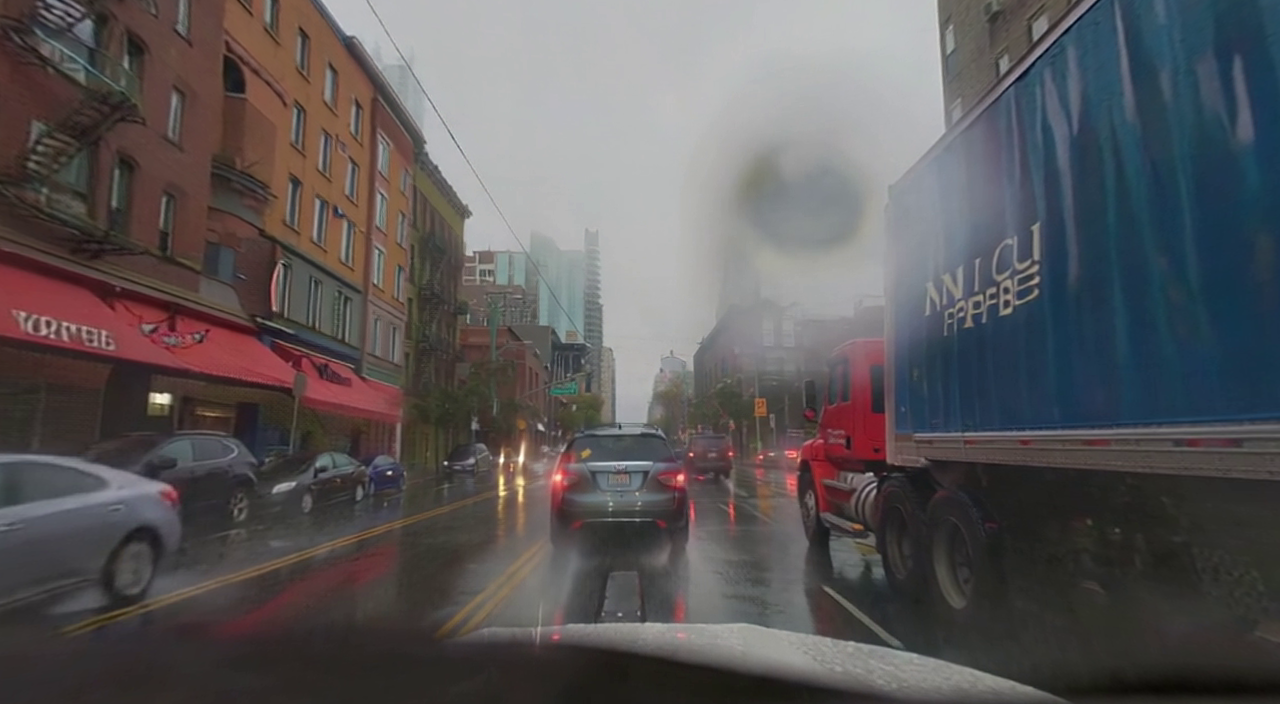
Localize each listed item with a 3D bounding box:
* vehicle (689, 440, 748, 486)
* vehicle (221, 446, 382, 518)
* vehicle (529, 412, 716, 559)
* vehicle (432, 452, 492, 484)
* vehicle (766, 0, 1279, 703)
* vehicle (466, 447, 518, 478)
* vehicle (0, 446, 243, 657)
[{"bbox_3d":[3.156,4.537,26.164,2.159,1.696,4.316,-1,-8,4],"label":"vehicle"},{"bbox_3d":[-8.842,3.375,17.043,1.896,1.652,4.269,0,-8,1],"label":"vehicle"},{"bbox_3d":[-0.217,1.970,10.073,2.283,1.783,4.548,0,-8,0],"label":"vehicle"},{"bbox_3d":[-8.720,5.700,31.338,1.805,1.379,4.359,0,-8,-1],"label":"vehicle"},{"bbox_3d":[2.913,-0.030,2.197,2.913,3.771,9.716,0,-8,0],"label":"vehicle"},{"bbox_3d":[-8.700,6.532,37.534,2.084,1.686,4.422,0,-8,-1],"label":"vehicle"},{"bbox_3d":[-5.532,1.494,4.962,1.997,1.467,4.373,0,-8,0],"label":"vehicle"}]
